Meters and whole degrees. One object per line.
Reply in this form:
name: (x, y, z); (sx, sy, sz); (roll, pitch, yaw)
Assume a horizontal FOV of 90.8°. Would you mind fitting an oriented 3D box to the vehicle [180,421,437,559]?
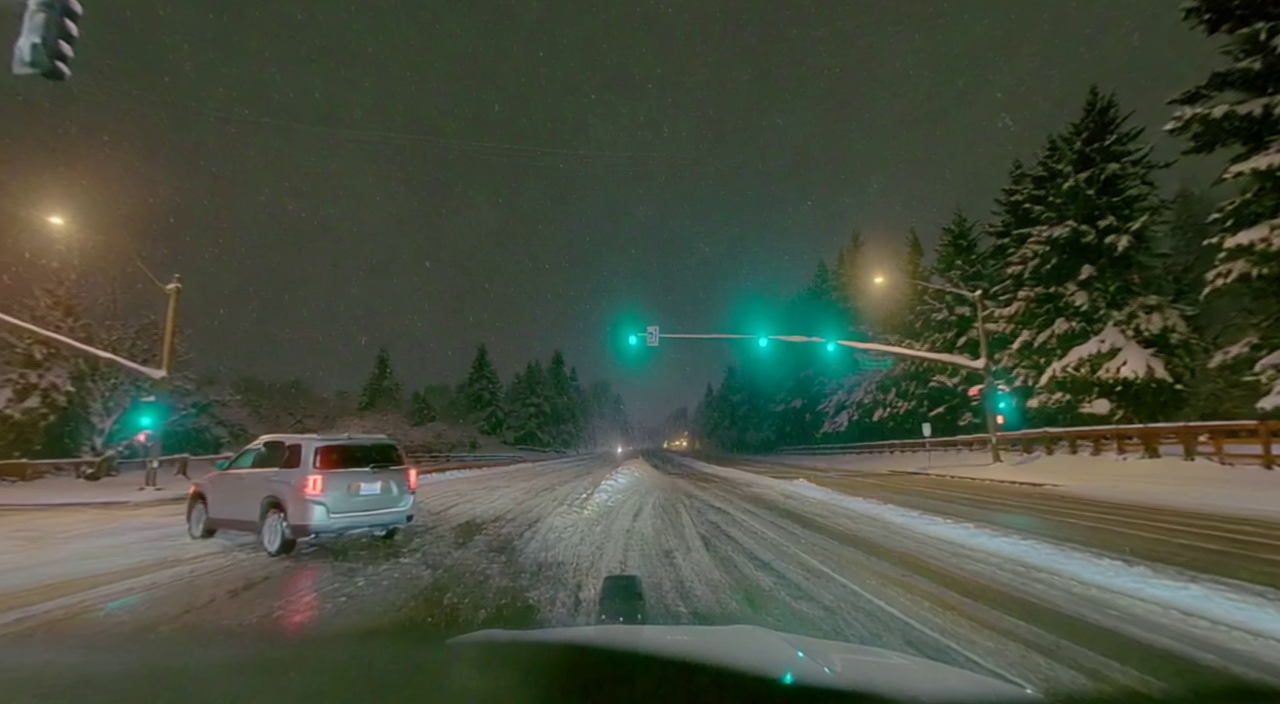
vehicle: (-5.813, 2.205, 10.895); (4.580, 1.827, 2.230); (-7, -11, 40)
